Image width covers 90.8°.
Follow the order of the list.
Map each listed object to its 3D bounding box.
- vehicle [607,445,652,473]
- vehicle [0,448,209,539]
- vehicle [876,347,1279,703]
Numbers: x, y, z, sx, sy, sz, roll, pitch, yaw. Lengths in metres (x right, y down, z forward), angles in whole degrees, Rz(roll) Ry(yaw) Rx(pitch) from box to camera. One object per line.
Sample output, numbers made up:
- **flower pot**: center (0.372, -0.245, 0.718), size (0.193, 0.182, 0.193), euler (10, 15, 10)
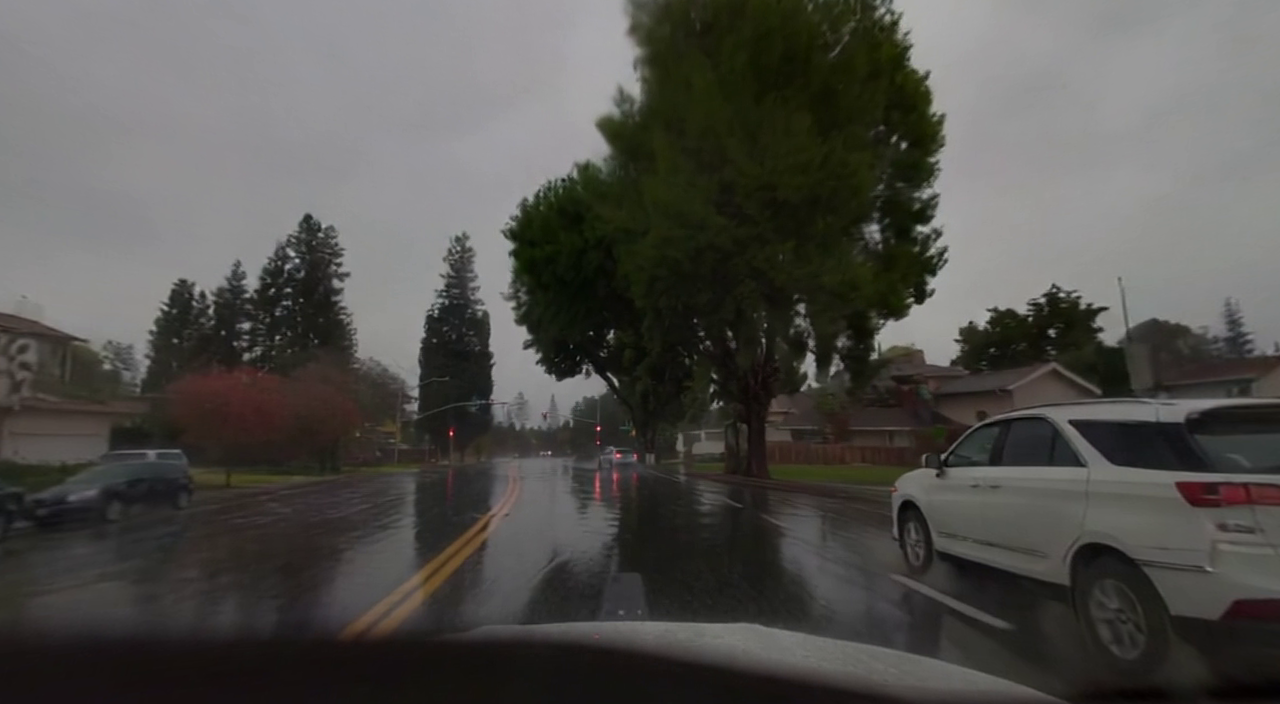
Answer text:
- **vehicle**: center (-0.726, 6.553, 39.103), size (1.951, 1.620, 4.582), euler (2, -9, -12)
- **vehicle**: center (-13.610, 3.450, 16.258), size (1.993, 1.801, 5.201), euler (-2, -8, -8)
- **vehicle**: center (3.954, 1.187, 4.900), size (2.081, 1.828, 5.138), euler (0, -8, -2)
